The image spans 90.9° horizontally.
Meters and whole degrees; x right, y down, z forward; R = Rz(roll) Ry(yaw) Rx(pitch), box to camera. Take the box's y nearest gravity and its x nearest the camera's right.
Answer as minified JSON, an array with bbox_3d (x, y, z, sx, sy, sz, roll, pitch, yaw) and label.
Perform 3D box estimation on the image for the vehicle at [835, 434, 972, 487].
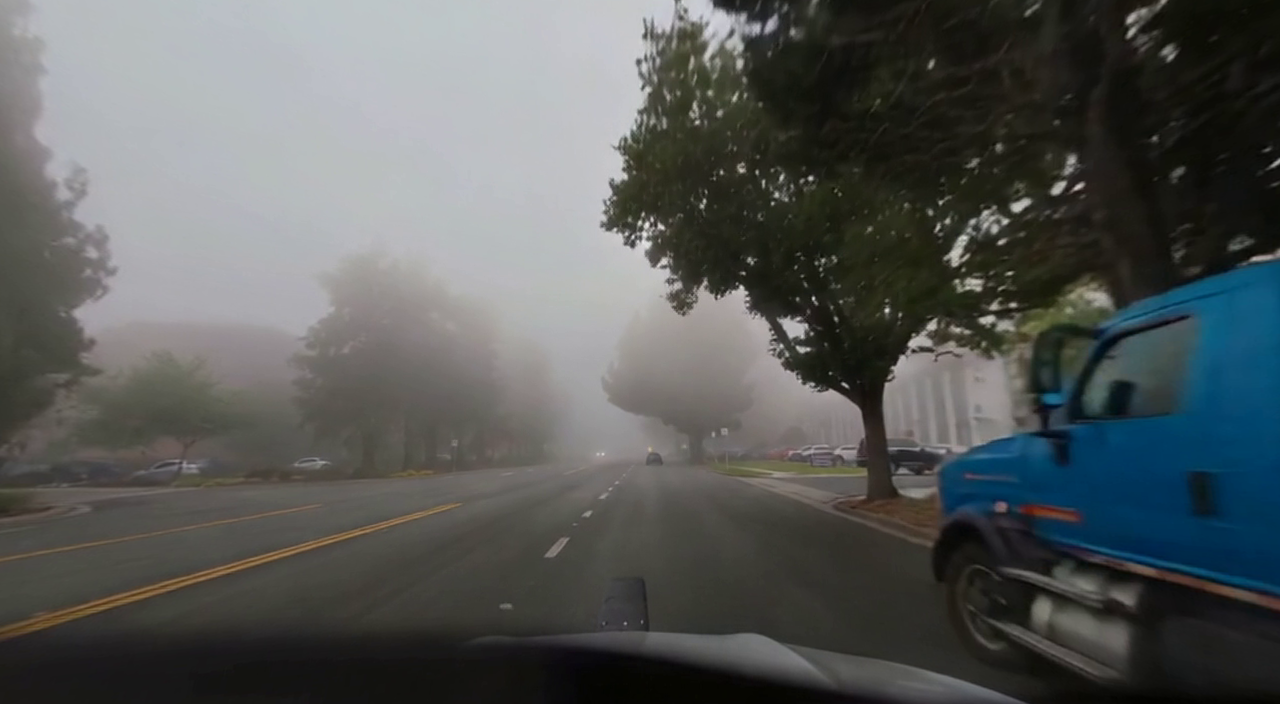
[{"bbox_3d":[10.271,4.192,24.635,4.655,1.828,2.223,3,-9,-24],"label":"vehicle"}]

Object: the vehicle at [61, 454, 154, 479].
[{"bbox_3d":[-38.094,8.190,45.183,4.916,1.542,1.934,-2,-8,-1],"label":"vehicle"}]

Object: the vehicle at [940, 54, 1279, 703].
[{"bbox_3d":[3.723,0.294,1.833,2.698,2.863,6.317,4,-9,1],"label":"vehicle"}]
